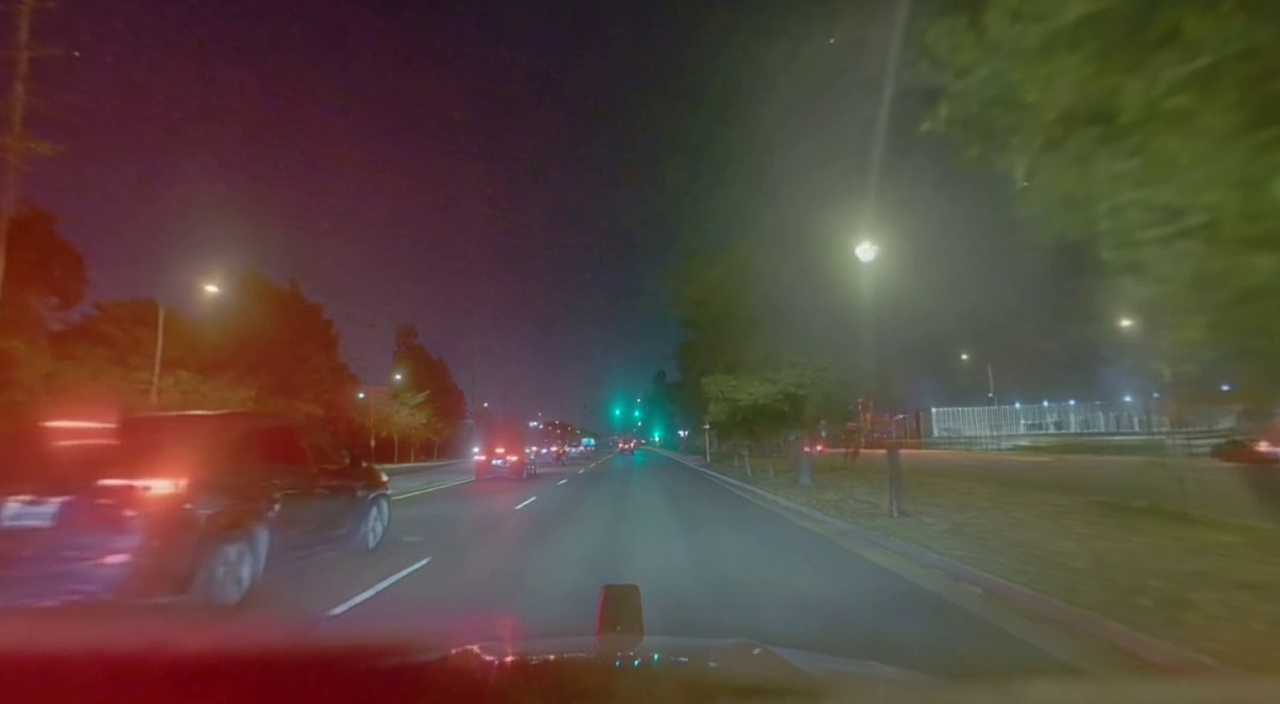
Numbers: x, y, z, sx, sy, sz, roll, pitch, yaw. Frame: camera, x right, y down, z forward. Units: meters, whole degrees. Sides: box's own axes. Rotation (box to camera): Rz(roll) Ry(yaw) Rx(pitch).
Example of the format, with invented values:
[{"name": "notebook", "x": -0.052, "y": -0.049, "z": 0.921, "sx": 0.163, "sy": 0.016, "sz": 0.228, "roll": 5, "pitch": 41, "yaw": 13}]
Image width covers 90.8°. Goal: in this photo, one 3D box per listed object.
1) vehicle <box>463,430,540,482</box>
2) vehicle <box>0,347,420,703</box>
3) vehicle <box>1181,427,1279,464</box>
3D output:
[{"name": "vehicle", "x": -4.848, "y": 3.707, "z": 22.776, "sx": 2.041, "sy": 1.698, "sz": 4.094, "roll": 0, "pitch": -8, "yaw": -3}, {"name": "vehicle", "x": -3.804, "y": 1.195, "z": 5.496, "sx": 2.189, "sy": 1.807, "sz": 4.467, "roll": 0, "pitch": -8, "yaw": -1}, {"name": "vehicle", "x": 33.404, "y": 5.021, "z": 33.687, "sx": 2.436, "sy": 1.877, "sz": 7.681, "roll": 1, "pitch": -9, "yaw": 1}]
